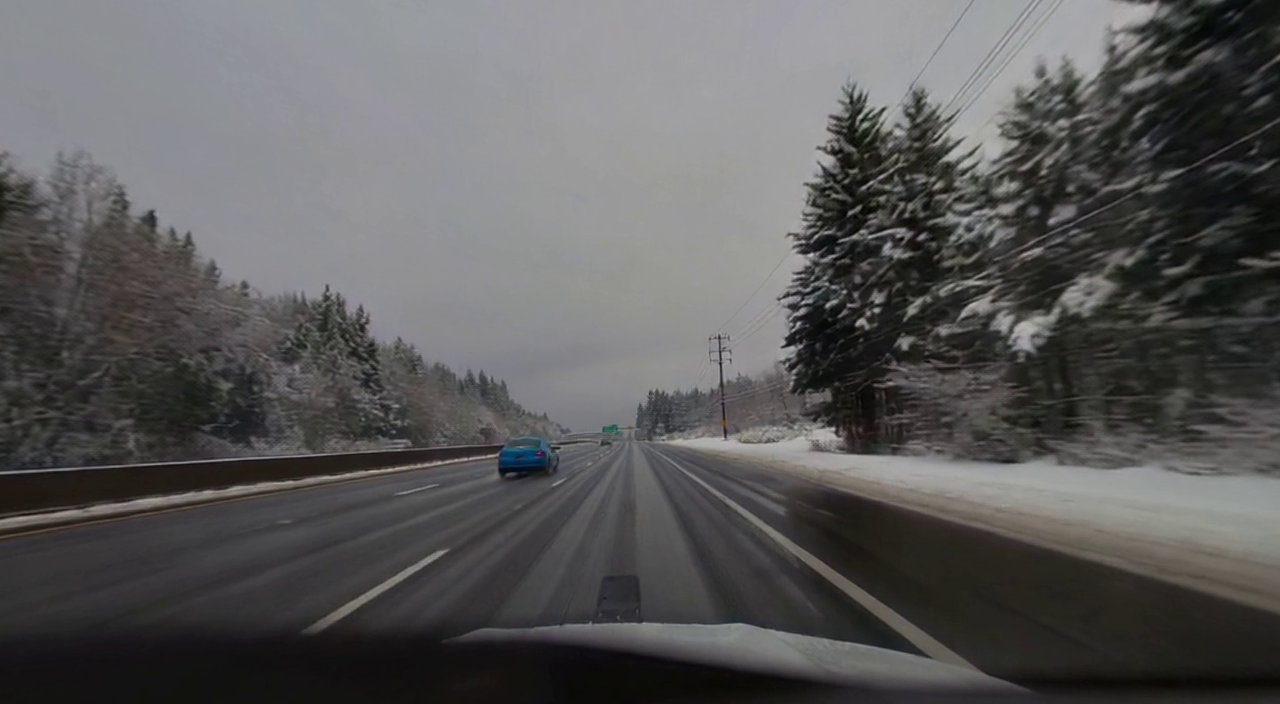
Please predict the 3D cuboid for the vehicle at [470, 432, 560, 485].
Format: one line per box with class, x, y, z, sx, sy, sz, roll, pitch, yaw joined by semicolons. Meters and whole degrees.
vehicle;-3.858;3.348;20.214;2.025;1.475;4.379;0;-8;-1
